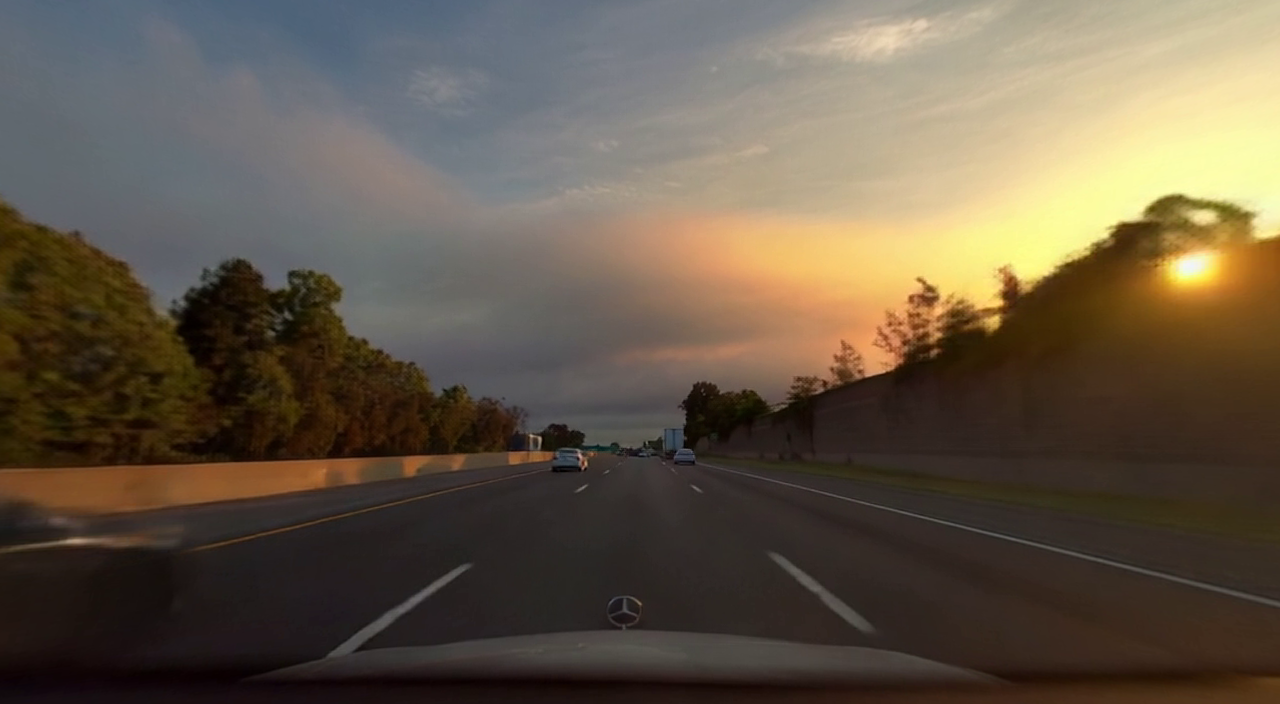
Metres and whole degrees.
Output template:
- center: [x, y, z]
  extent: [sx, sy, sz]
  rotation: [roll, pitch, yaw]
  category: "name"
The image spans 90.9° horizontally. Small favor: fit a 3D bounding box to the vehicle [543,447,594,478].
- center: [-3.819, 5.991, 34.503]
  extent: [2.129, 1.559, 5.272]
  rotation: [0, -9, 1]
  category: "vehicle"
